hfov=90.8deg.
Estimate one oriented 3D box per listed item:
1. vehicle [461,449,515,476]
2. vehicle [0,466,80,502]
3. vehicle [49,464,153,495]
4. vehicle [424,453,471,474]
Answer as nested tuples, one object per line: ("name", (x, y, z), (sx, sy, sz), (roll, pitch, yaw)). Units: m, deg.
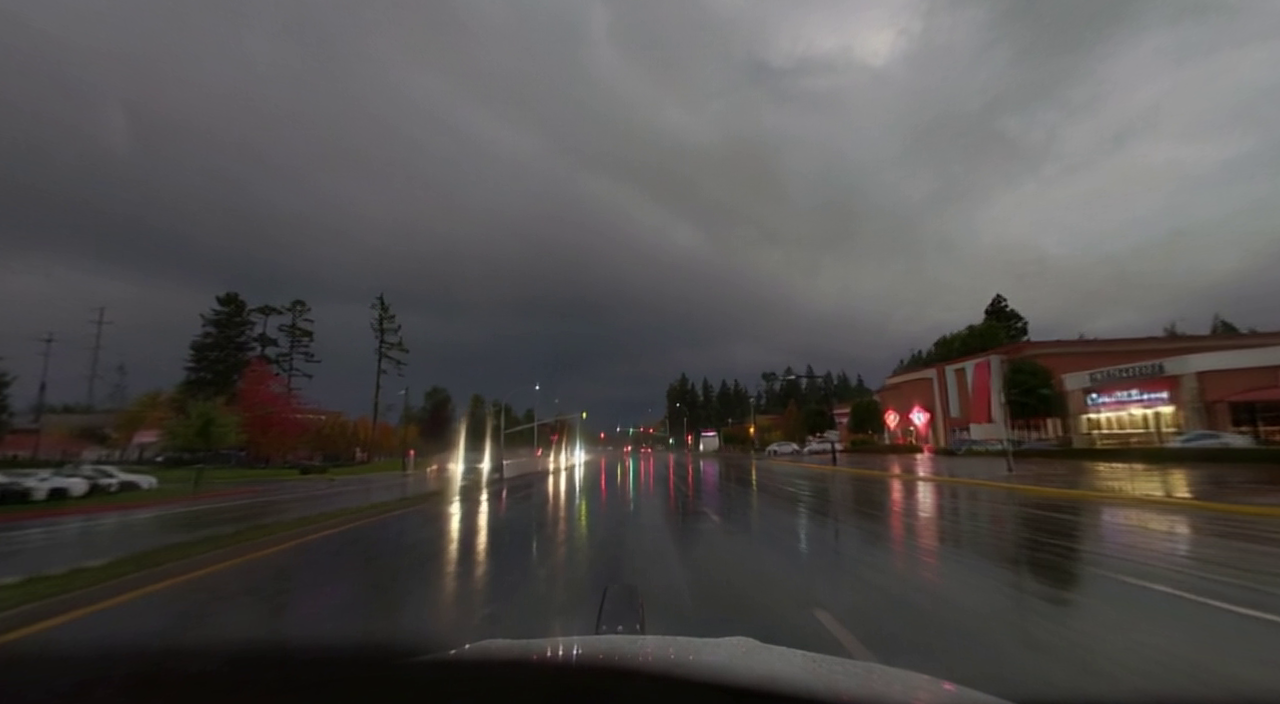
("vehicle", (-8.931, 6.523, 37.567), (2.065, 1.504, 4.593), (0, -9, 0))
("vehicle", (-28.232, 5.819, 27.871), (4.740, 1.480, 1.923), (3, -10, -21))
("vehicle", (-28.704, 6.793, 33.787), (3.753, 1.432, 1.665), (2, -10, -19))
("vehicle", (-14.955, 8.681, 49.410), (1.929, 1.497, 4.697), (-1, -9, 3))
